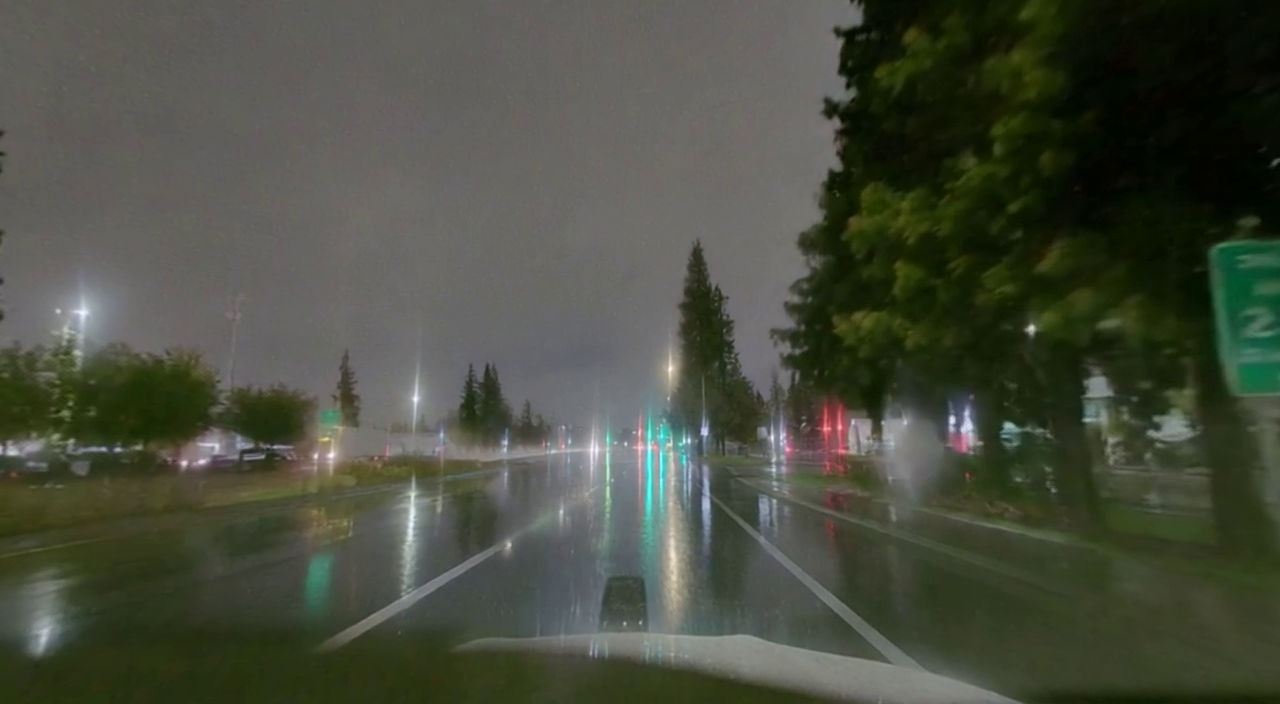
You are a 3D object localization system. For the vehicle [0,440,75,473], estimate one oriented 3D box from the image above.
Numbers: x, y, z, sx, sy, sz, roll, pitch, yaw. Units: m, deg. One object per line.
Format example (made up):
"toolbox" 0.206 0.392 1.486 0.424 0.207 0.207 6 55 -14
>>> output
"vehicle" -36.067 5.977 36.289 5.145 1.805 2.205 -1 -8 4
